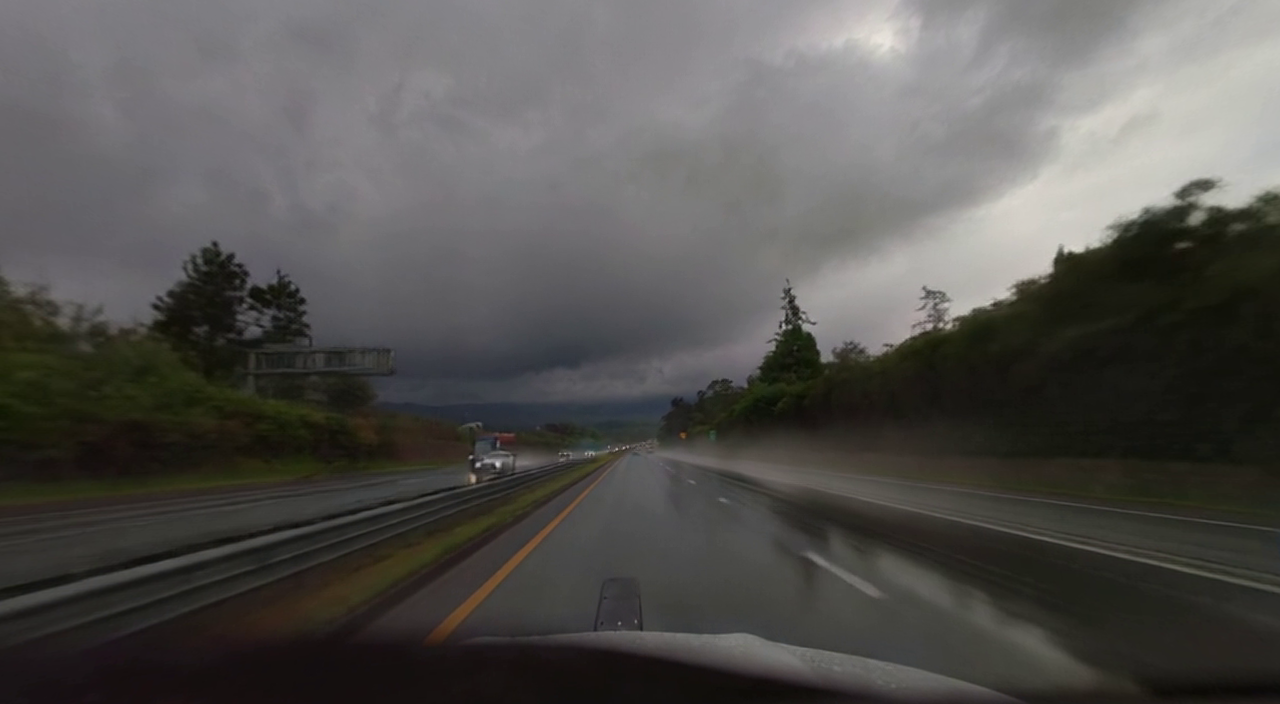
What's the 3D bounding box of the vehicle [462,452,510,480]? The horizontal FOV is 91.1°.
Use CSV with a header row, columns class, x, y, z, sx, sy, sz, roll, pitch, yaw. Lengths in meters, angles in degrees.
class,x,y,z,sx,sy,sz,roll,pitch,yaw
vehicle,-8.894,6.603,36.628,1.842,1.452,3.655,0,-9,0
